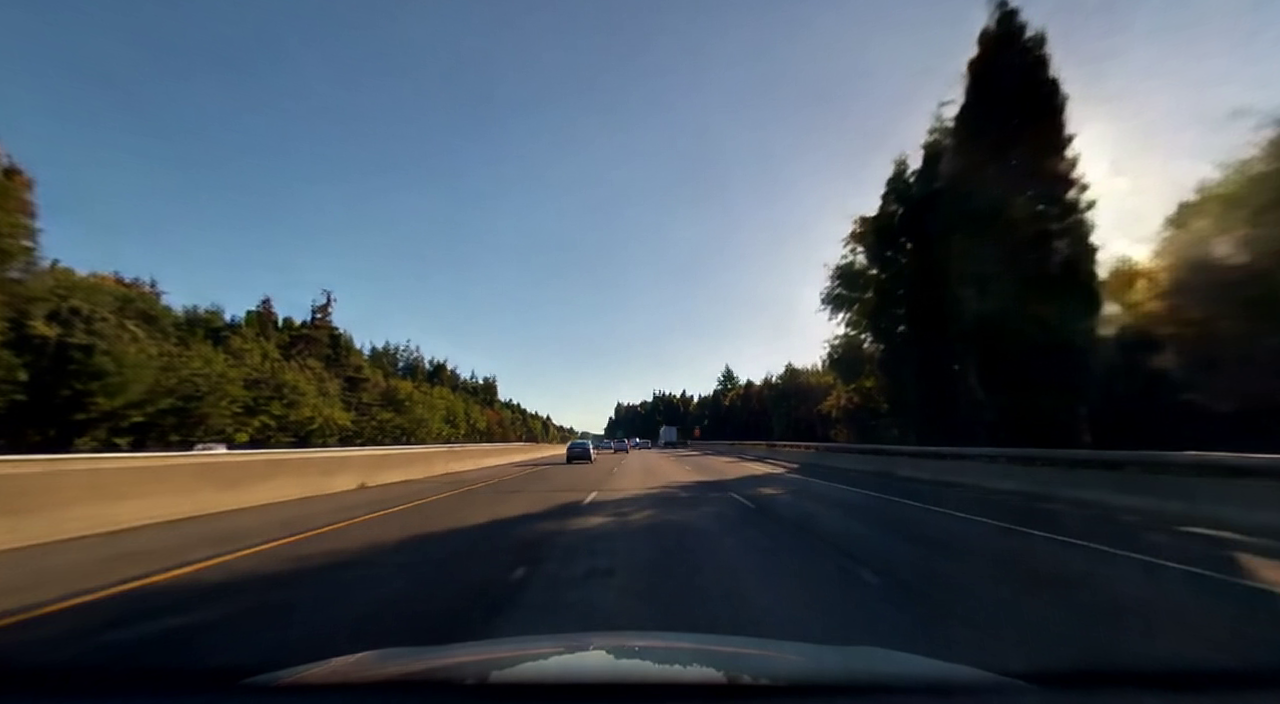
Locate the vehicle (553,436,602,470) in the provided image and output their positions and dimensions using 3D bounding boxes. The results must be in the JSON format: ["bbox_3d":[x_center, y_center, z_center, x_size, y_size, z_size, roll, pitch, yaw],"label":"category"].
[{"bbox_3d":[-3.058,5.052,31.633,2.025,1.571,3.662,0,-9,1],"label":"vehicle"}]

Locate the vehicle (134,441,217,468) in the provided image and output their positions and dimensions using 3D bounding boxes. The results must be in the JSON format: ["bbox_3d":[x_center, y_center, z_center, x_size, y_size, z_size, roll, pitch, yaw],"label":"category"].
[{"bbox_3d":[-32.156,7.078,43.876,1.901,1.713,5.070,-1,-7,0],"label":"vehicle"}]
